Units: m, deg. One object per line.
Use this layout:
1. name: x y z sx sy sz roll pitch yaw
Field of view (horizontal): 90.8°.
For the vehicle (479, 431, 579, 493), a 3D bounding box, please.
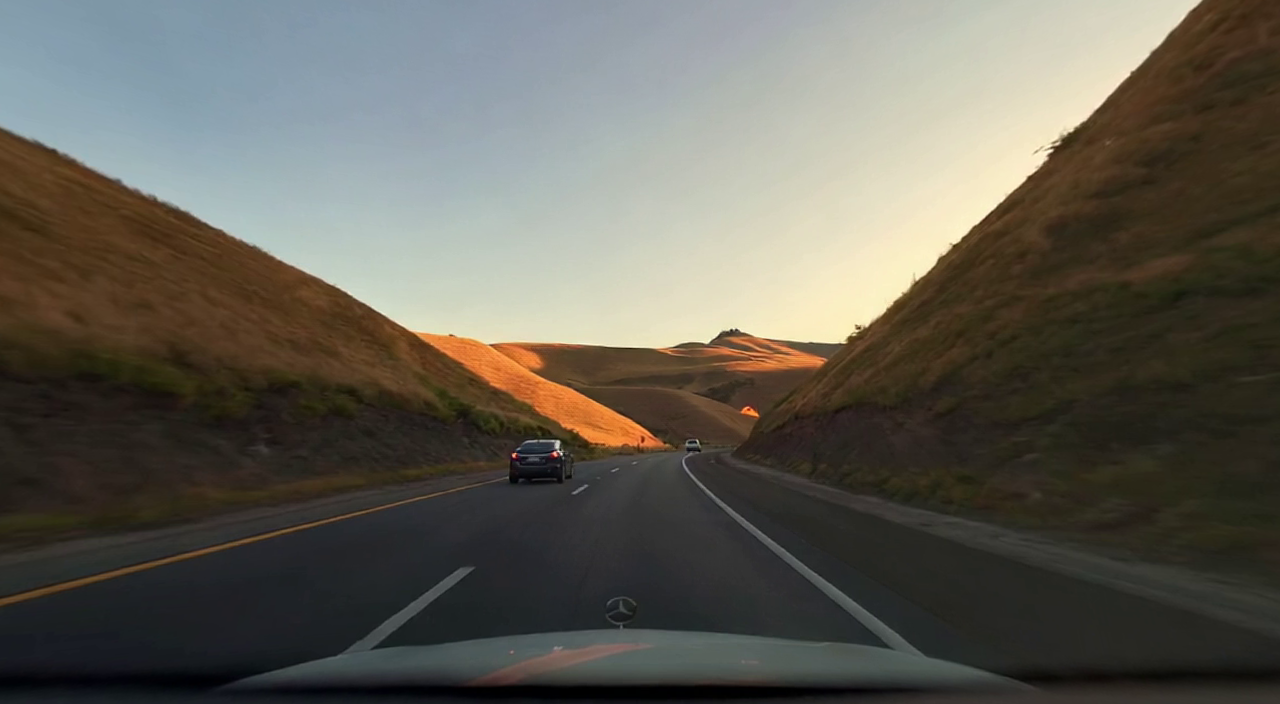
1. vehicle: -3.417 3.506 20.491 2.252 1.743 4.560 0 -9 2
